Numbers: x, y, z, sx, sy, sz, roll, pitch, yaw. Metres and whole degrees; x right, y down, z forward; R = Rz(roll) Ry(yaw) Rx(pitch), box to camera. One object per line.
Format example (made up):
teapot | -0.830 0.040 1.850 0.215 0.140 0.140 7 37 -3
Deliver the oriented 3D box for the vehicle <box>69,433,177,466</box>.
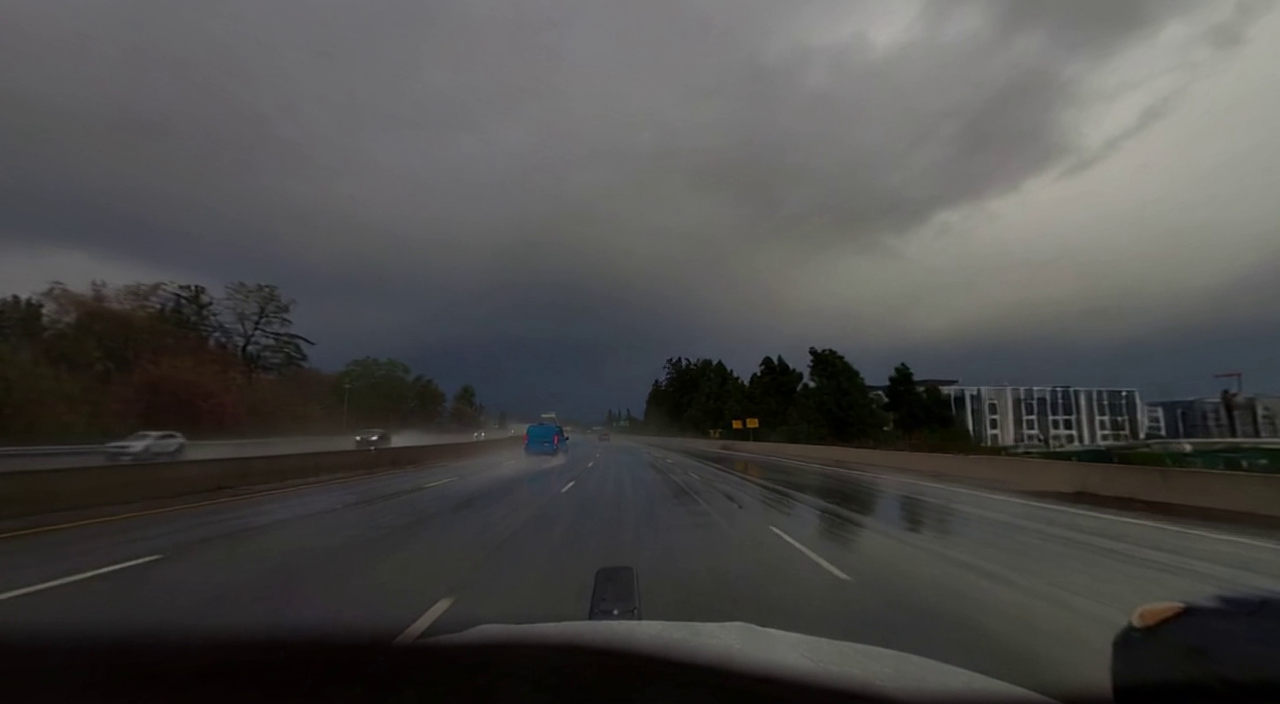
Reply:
vehicle | -22.886 4.314 28.088 1.736 1.356 3.734 0 -8 -3

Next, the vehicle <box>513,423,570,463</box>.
vehicle | -4.785 4.519 31.446 2.219 1.827 4.738 0 -8 -2
